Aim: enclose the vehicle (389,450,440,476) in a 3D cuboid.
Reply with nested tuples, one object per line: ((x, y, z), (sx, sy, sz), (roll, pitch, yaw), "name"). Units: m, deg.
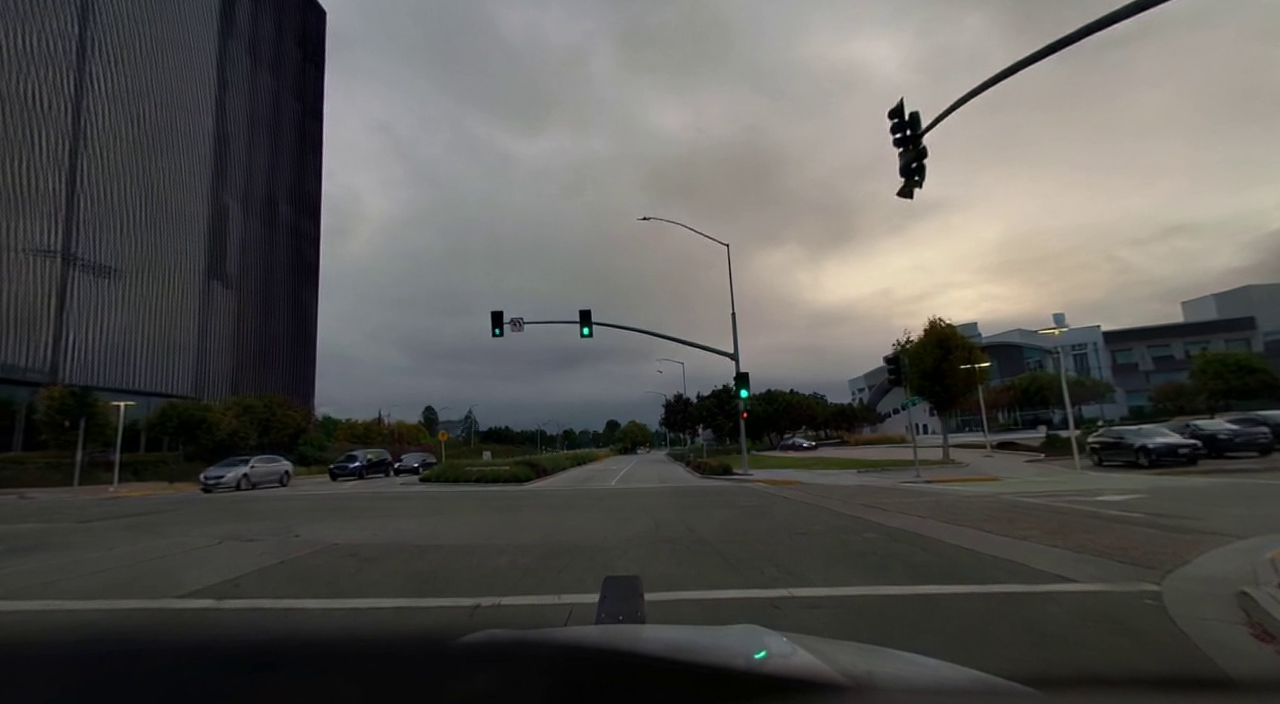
((-15.133, 7.450, 42.439), (1.932, 1.605, 4.146), (0, -9, -1), "vehicle")

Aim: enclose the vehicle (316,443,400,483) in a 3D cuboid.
((-14.847, 5.866, 33.542), (2.091, 1.915, 5.040), (0, -9, 0), "vehicle")

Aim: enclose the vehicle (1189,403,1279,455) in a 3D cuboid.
((24.404, 2.944, 24.069), (2.109, 1.836, 5.080), (-2, -10, -1), "vehicle")

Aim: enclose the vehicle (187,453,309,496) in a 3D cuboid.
((-14.935, 4.654, 24.335), (1.790, 1.437, 4.349), (0, -9, 2), "vehicle")

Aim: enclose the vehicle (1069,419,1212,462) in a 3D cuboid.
((19.086, 3.455, 24.341), (1.834, 1.480, 4.458), (0, -9, -1), "vehicle")
